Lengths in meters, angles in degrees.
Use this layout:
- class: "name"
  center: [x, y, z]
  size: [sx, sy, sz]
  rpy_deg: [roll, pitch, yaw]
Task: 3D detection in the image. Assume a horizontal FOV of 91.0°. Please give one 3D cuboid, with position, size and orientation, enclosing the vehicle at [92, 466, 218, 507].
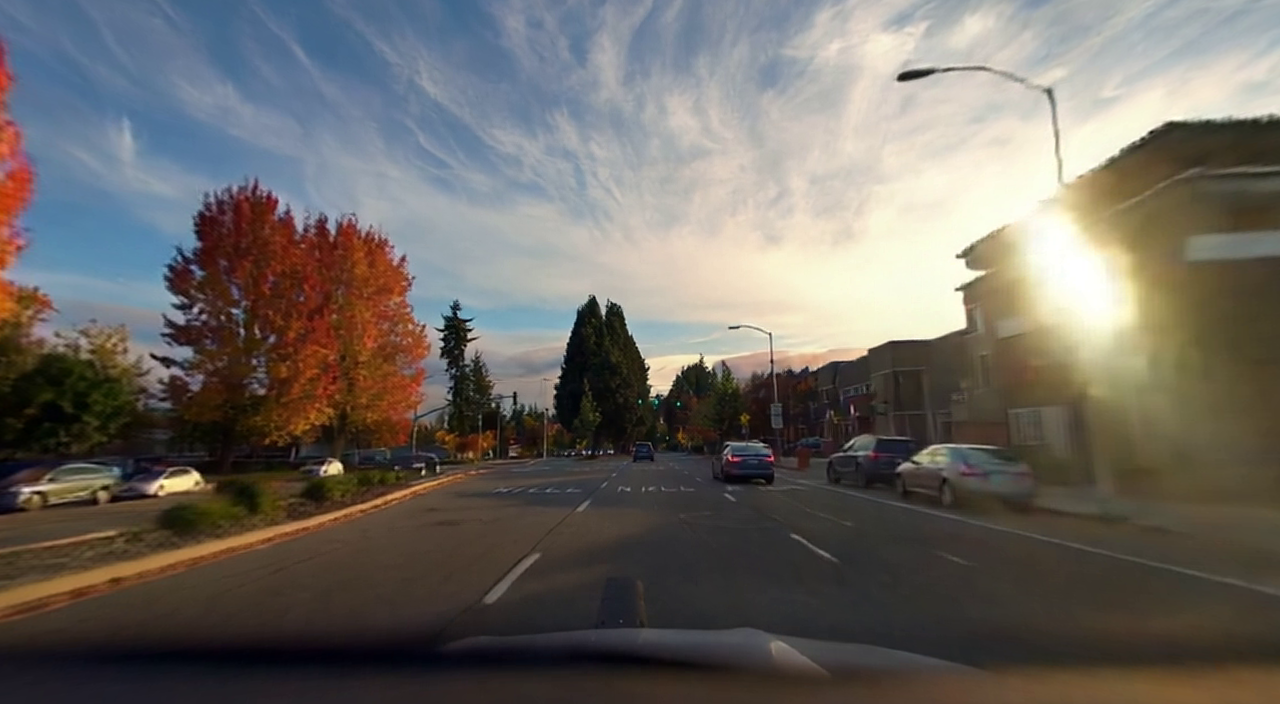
- class: "vehicle"
  center: [-22.038, 6.115, 28.924]
  size: [1.930, 1.542, 4.817]
  rpy_deg: [-1, -9, 0]

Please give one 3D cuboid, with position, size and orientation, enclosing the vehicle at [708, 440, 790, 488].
- class: "vehicle"
  center: [3.854, 4.034, 23.007]
  size: [2.178, 1.546, 4.311]
  rpy_deg: [0, -9, 0]

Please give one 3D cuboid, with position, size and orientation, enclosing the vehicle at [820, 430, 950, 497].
- class: "vehicle"
  center: [7.449, 3.439, 19.839]
  size: [2.128, 1.804, 4.825]
  rpy_deg: [0, -9, 0]

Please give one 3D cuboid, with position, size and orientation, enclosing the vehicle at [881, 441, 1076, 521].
- class: "vehicle"
  center: [7.256, 2.777, 14.157]
  size: [1.928, 1.480, 4.464]
  rpy_deg: [-1, -9, 1]

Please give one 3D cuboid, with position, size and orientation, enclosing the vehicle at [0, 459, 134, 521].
- class: "vehicle"
  center: [-21.988, 4.981, 23.218]
  size: [2.142, 1.900, 5.489]
  rpy_deg: [0, -9, -1]

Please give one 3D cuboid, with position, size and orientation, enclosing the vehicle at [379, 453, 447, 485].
- class: "vehicle"
  center: [-12.047, 6.228, 33.721]
  size: [1.988, 1.508, 4.650]
  rpy_deg: [0, -9, -1]

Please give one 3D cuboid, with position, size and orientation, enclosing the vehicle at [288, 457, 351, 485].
- class: "vehicle"
  center: [-22.038, 8.191, 43.522]
  size: [1.915, 1.686, 4.422]
  rpy_deg: [-1, -9, 2]

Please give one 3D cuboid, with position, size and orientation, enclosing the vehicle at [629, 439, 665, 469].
- class: "vehicle"
  center: [0.413, 6.788, 42.045]
  size: [2.239, 1.856, 4.815]
  rpy_deg: [-1, -9, 0]
